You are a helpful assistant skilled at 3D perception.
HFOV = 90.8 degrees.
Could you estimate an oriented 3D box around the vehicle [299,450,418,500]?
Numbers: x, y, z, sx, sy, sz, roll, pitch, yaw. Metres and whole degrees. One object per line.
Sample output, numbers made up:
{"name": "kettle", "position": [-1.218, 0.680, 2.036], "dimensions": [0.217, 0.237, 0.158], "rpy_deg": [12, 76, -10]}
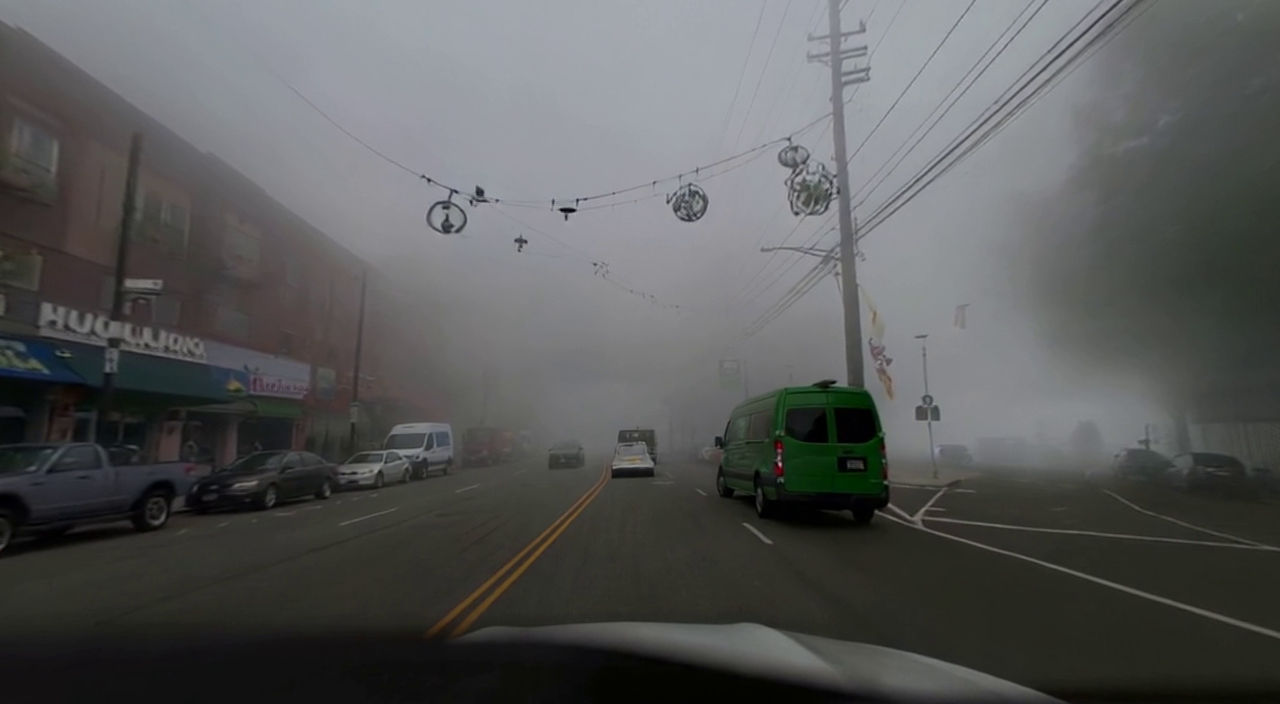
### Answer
{"name": "vehicle", "position": [-9.579, 4.184, 22.003], "dimensions": [2.063, 1.481, 4.722], "rpy_deg": [0, -9, -2]}

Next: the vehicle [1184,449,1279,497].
{"name": "vehicle", "position": [20.515, 4.105, 21.897], "dimensions": [2.058, 1.478, 4.429], "rpy_deg": [-6, -11, 36]}

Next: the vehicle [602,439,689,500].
{"name": "vehicle", "position": [0.130, 3.194, 17.617], "dimensions": [2.112, 1.464, 4.411], "rpy_deg": [0, -9, 0]}

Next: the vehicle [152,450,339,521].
{"name": "vehicle", "position": [-9.658, 3.251, 16.002], "dimensions": [1.848, 1.517, 4.452], "rpy_deg": [0, -9, 0]}

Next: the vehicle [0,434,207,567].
{"name": "vehicle", "position": [-9.562, 2.220, 10.050], "dimensions": [2.156, 1.745, 4.504], "rpy_deg": [0, -9, -1]}

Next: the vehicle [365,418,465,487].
{"name": "vehicle", "position": [-9.795, 4.442, 28.181], "dimensions": [2.398, 2.723, 5.816], "rpy_deg": [0, -9, -2]}

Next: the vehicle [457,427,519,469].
{"name": "vehicle", "position": [-10.010, 6.404, 42.287], "dimensions": [2.964, 2.597, 6.437], "rpy_deg": [0, -9, -4]}

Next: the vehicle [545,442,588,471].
{"name": "vehicle", "position": [-4.018, 5.821, 35.291], "dimensions": [1.974, 1.484, 4.400], "rpy_deg": [0, -9, -1]}

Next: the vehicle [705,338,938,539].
{"name": "vehicle", "position": [3.002, 1.756, 12.747], "dimensions": [2.419, 2.927, 6.907], "rpy_deg": [0, -9, -2]}
